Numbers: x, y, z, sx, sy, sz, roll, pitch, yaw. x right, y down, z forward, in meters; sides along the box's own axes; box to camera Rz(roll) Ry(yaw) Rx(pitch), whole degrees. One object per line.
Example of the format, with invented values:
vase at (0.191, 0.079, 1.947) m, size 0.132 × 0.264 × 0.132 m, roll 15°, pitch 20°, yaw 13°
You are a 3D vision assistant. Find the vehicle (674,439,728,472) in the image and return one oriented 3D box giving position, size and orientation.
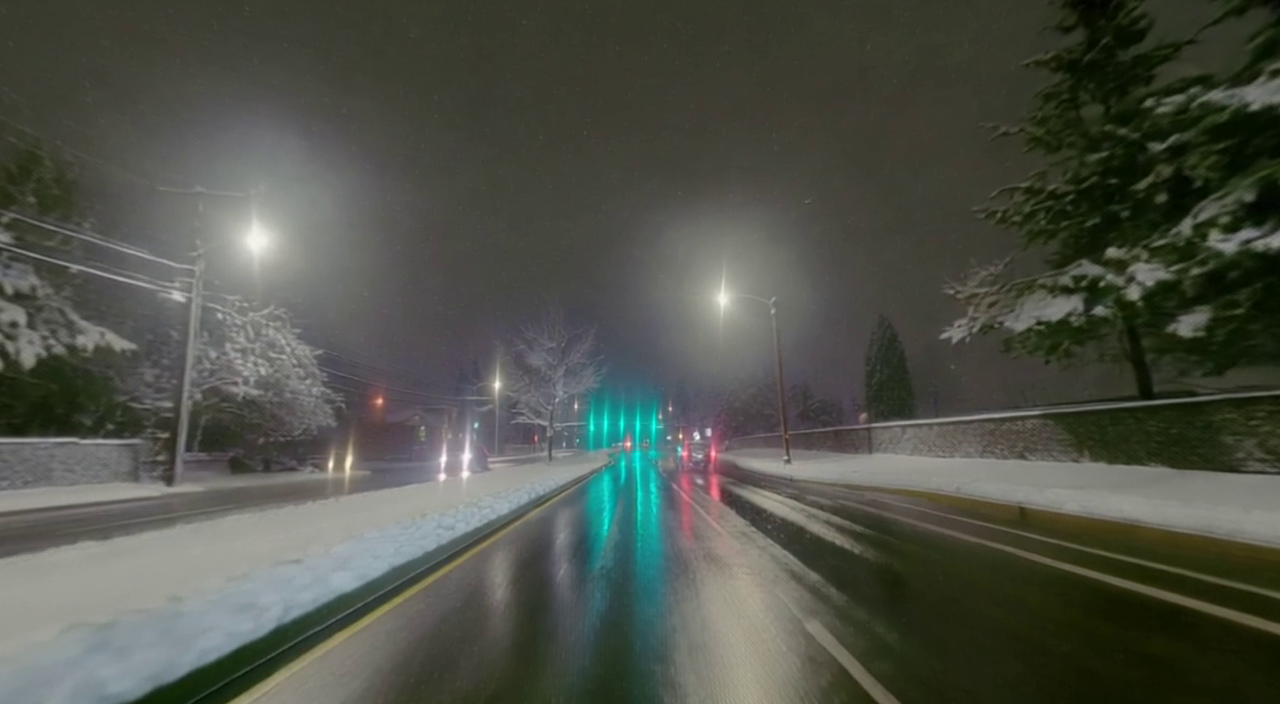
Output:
vehicle at (2.933, 5.111, 31.173) m, size 2.105 × 1.490 × 4.008 m, roll 0°, pitch -9°, yaw -2°

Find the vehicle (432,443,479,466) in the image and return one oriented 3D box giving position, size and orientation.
vehicle at (-13.471, 7.502, 46.223) m, size 2.036 × 1.645 × 4.468 m, roll 0°, pitch -9°, yaw 1°

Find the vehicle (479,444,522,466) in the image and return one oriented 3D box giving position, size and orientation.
vehicle at (-9.481, 7.035, 43.144) m, size 1.833 × 1.420 × 4.327 m, roll 0°, pitch -9°, yaw 2°
